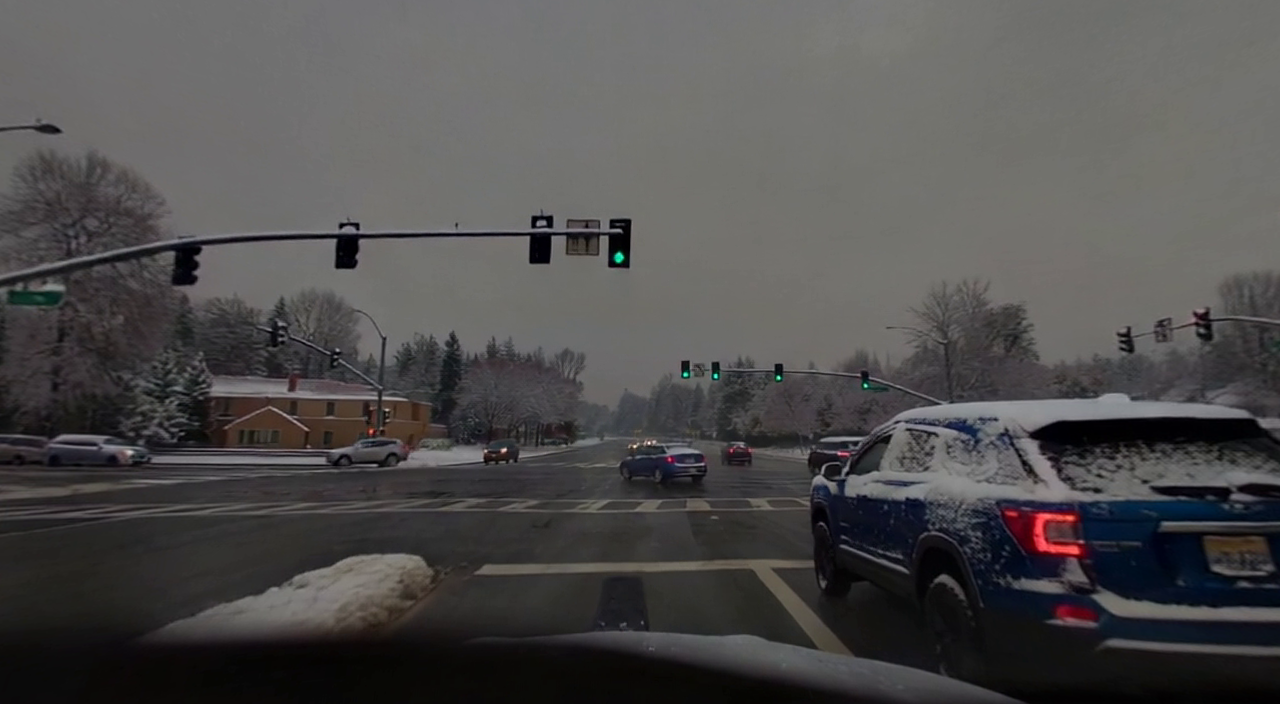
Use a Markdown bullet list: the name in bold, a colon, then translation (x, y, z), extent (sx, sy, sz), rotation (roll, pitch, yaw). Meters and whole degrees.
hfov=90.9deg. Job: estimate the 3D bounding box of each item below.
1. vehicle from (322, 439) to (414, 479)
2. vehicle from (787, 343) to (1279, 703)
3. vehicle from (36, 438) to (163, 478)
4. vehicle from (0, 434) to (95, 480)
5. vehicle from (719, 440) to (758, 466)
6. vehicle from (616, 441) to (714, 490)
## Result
- **vehicle**: translation (-12.445, 4.855, 28.787), extent (4.020, 1.705, 2.099), rotation (-7, -11, 38)
- **vehicle**: translation (2.725, 1.183, 4.658), extent (2.115, 1.737, 4.642), rotation (0, -9, 0)
- **vehicle**: translation (-26.688, 5.202, 31.236), extent (4.365, 1.629, 2.004), rotation (4, -8, 1)
- **vehicle**: translation (-27.708, 4.630, 28.133), extent (4.689, 1.734, 2.034), rotation (4, -8, -1)
- **vehicle**: translation (7.353, 7.626, 47.522), extent (2.105, 1.830, 4.610), rotation (0, -9, -1)
- **vehicle**: translation (0.724, 3.856, 21.685), extent (2.009, 1.480, 4.423), rotation (3, -9, -17)
